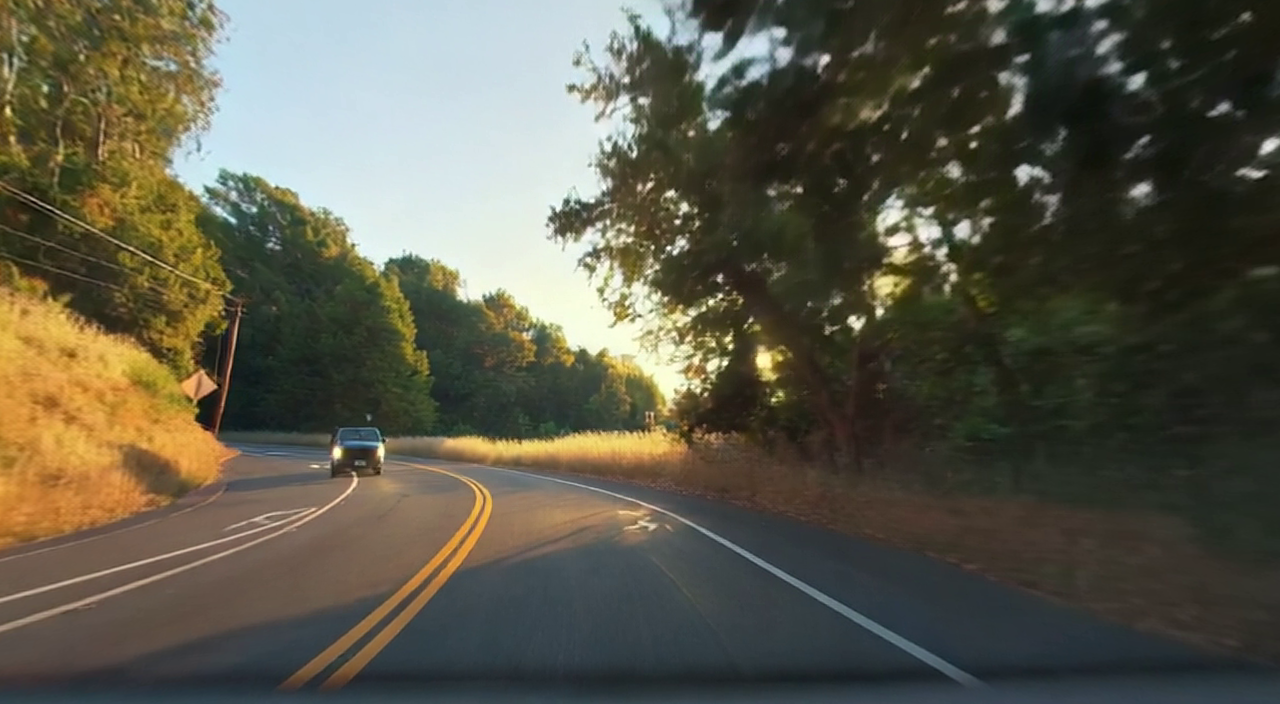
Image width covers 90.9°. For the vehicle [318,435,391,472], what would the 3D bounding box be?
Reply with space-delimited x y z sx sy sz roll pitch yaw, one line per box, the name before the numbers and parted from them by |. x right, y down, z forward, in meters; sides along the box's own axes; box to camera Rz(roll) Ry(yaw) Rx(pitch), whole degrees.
vehicle | -12.303 4.326 27.046 2.063 1.443 4.488 5 -10 -33
